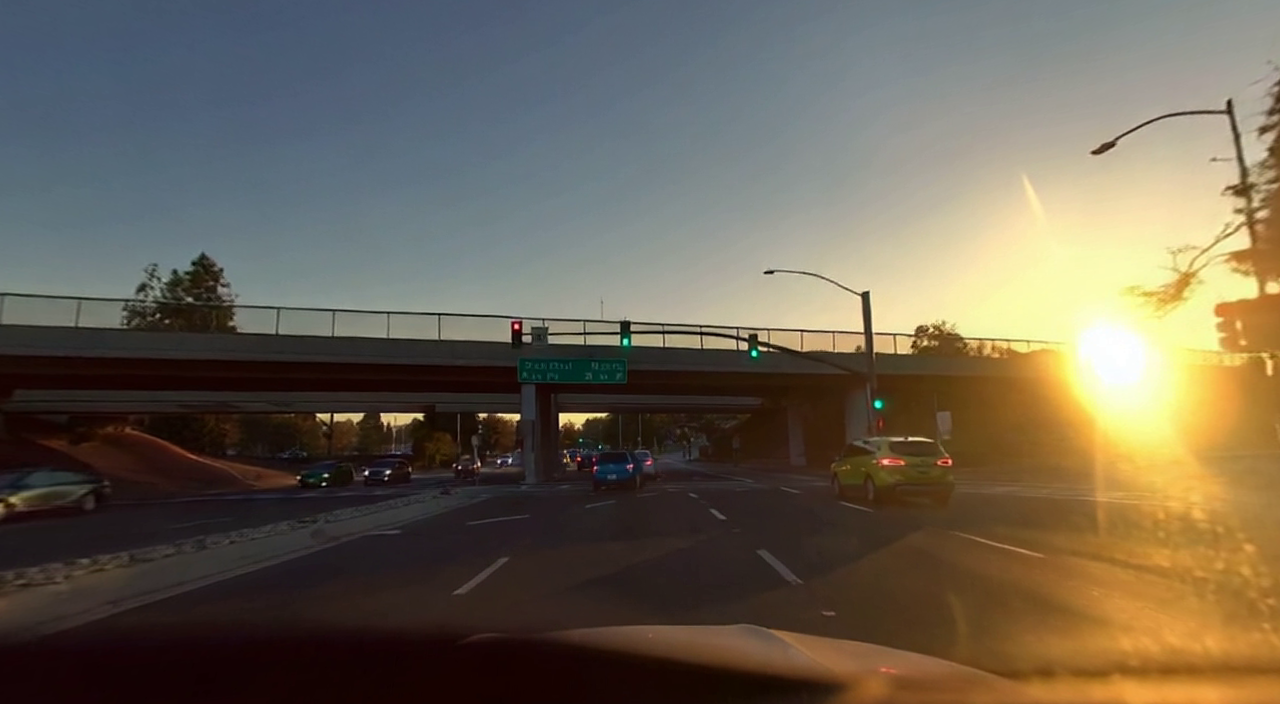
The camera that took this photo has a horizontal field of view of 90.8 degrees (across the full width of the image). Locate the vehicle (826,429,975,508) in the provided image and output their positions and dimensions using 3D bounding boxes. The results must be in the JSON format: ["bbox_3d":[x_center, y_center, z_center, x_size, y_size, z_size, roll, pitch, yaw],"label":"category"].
[{"bbox_3d":[6.662,3.011,16.801,2.074,1.785,4.320,0,-8,-1],"label":"vehicle"}]

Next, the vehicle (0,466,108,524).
[{"bbox_3d":[-19.333,4.391,19.681,1.857,1.534,4.221,0,-8,-1],"label":"vehicle"}]

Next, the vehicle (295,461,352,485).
[{"bbox_3d":[-23.256,8.870,46.642,1.849,1.539,4.665,0,-8,-1],"label":"vehicle"}]

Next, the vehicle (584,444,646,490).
[{"bbox_3d":[-0.948,4.782,26.711,2.060,1.768,4.681,-1,-8,4],"label":"vehicle"}]

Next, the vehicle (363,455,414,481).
[{"bbox_3d":[-19.339,8.903,48.845,1.990,1.789,4.973,0,-8,-1],"label":"vehicle"}]
